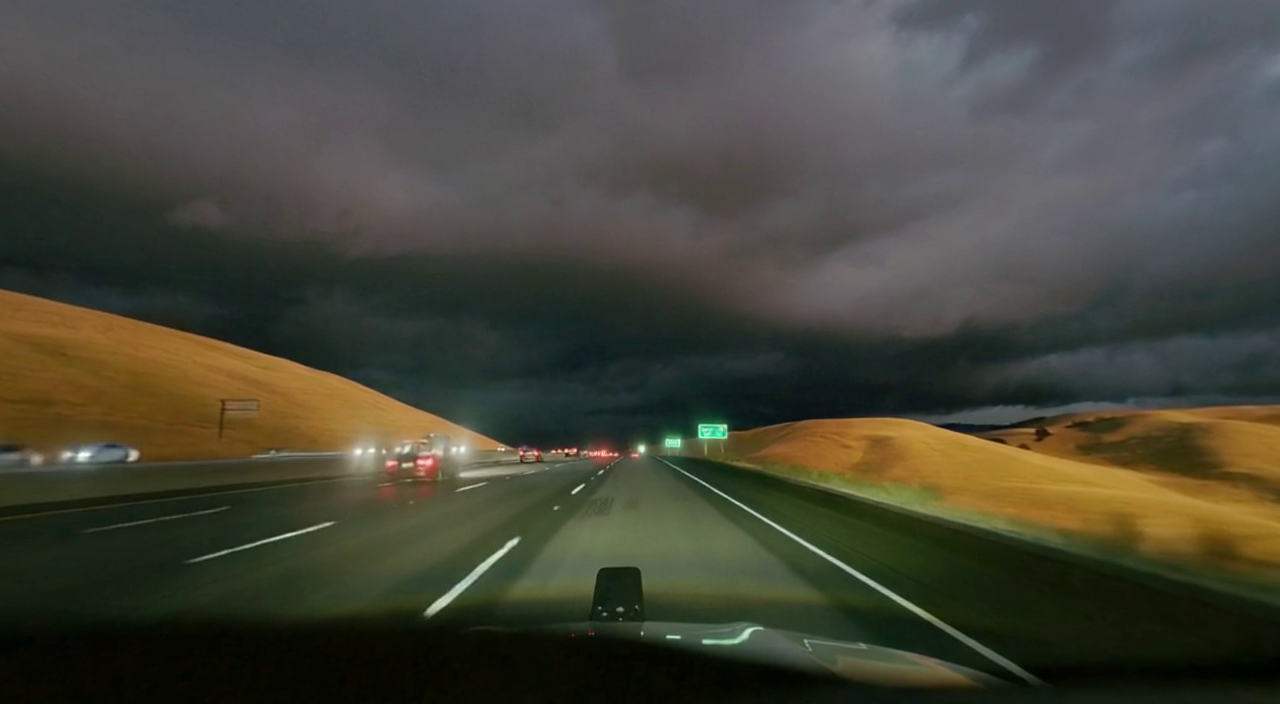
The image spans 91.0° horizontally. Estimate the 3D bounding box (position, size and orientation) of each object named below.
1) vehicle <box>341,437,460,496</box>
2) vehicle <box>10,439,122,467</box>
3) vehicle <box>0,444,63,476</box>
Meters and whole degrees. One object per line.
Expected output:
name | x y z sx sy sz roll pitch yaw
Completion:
vehicle | -7.304 3.528 19.740 2.045 1.624 4.338 0 -9 0
vehicle | -38.711 6.823 42.720 2.190 1.756 5.847 0 -9 -2
vehicle | -30.637 5.169 30.194 2.016 1.473 4.121 0 -9 -2
